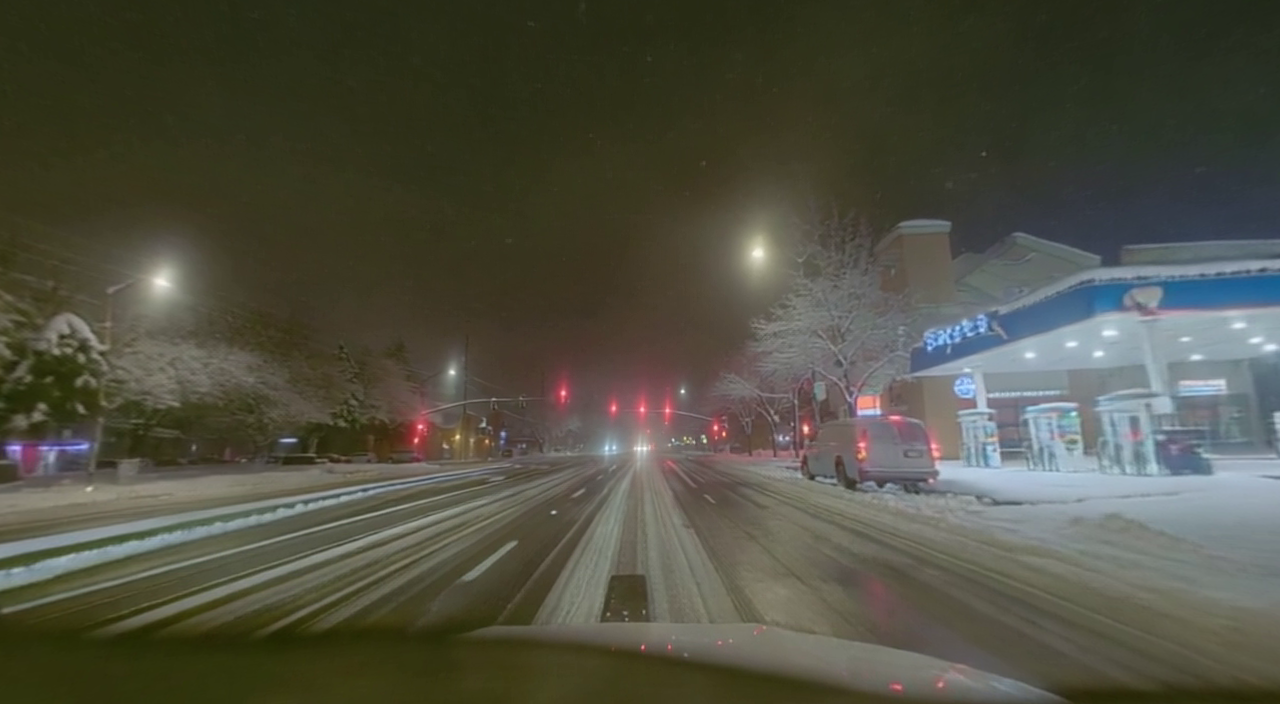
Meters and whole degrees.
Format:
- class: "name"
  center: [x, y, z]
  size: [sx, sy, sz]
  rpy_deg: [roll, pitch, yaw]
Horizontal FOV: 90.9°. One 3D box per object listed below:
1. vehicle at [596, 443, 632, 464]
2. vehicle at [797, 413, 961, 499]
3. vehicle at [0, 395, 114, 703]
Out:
- class: "vehicle"
  center: [-1.859, 7.479, 46.541]
  size: [2.082, 1.460, 4.442]
  rpy_deg: [-1, -8, 5]
- class: "vehicle"
  center: [7.329, 3.311, 20.500]
  size: [2.764, 2.327, 6.492]
  rpy_deg: [0, -8, 0]
- class: "vehicle"
  center: [-3.384, 0.646, 0.559]
  size: [2.018, 1.470, 4.346]
  rpy_deg: [0, -8, 1]
